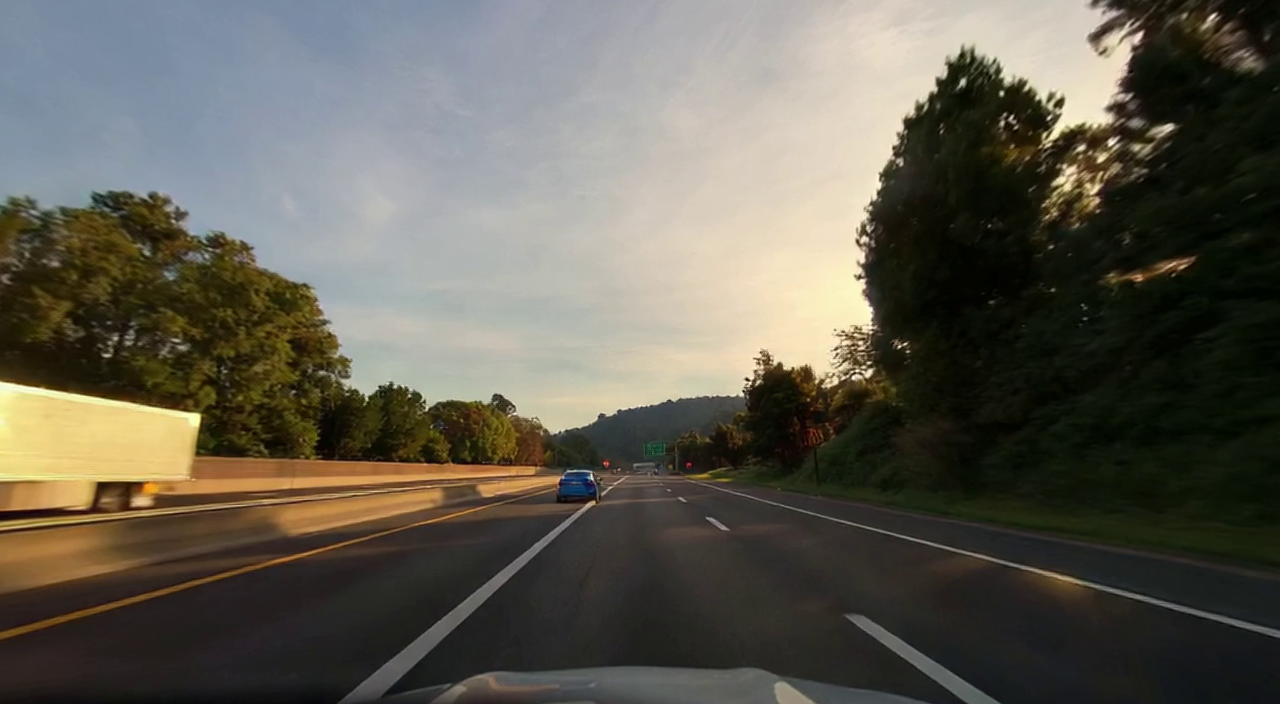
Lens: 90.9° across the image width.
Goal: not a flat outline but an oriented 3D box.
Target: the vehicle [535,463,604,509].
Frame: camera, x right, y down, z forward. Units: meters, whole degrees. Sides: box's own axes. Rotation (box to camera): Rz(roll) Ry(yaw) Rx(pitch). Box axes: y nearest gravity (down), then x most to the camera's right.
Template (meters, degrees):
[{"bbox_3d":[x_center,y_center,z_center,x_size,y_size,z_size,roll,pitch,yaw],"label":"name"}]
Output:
[{"bbox_3d":[-2.533,4.946,23.543,2.016,1.530,4.009,1,-11,1],"label":"vehicle"}]

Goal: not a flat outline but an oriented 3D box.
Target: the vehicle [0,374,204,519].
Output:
[{"bbox_3d":[-19.757,2.905,19.153,2.943,4.068,14.091,1,-11,0],"label":"vehicle"}]
